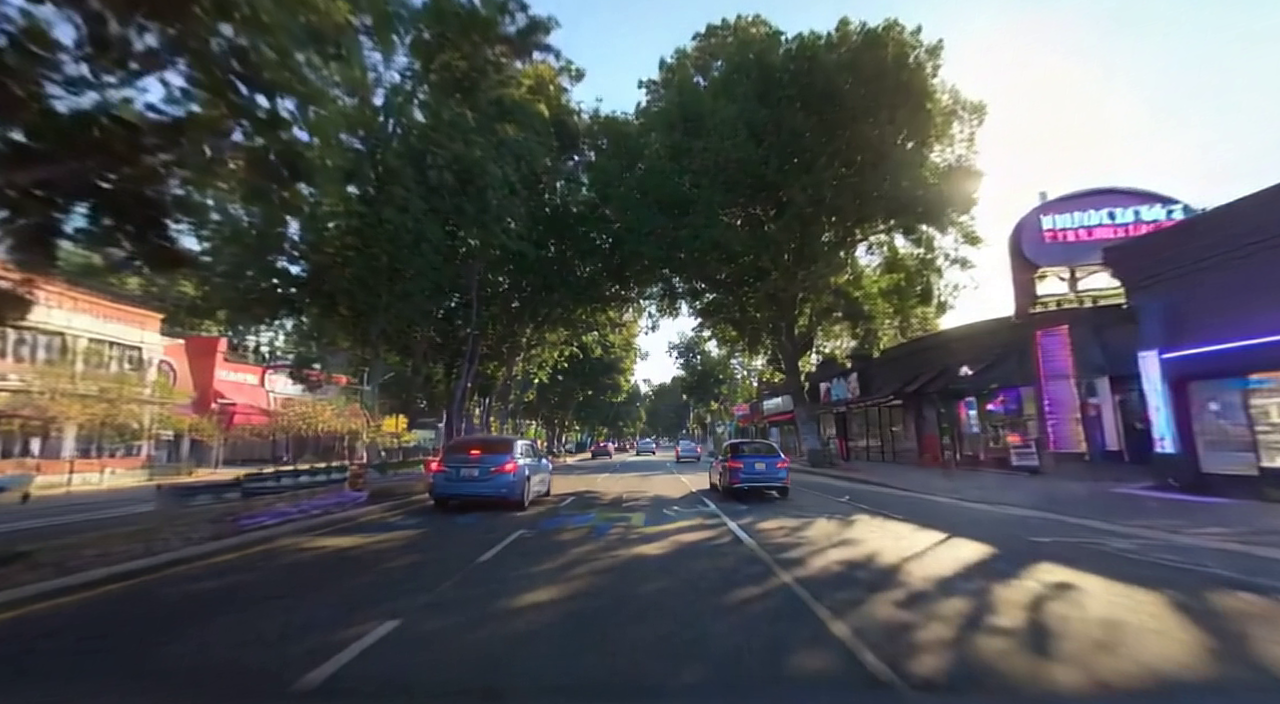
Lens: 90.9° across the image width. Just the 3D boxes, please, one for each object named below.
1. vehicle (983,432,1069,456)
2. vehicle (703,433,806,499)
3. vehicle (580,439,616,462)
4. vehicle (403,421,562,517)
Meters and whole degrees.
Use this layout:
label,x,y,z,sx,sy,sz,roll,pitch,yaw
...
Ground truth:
label,x,y,z,sx,sy,sz,roll,pitch,yaw
vehicle,29.385,7.012,48.056,5.166,1.792,1.944,-1,-8,3
vehicle,2.876,2.960,16.794,1.946,1.513,4.133,0,-8,0
vehicle,-2.803,6.674,42.713,2.040,1.471,4.211,0,-8,2
vehicle,-3.035,2.400,13.463,2.032,1.639,5.037,0,-8,1
